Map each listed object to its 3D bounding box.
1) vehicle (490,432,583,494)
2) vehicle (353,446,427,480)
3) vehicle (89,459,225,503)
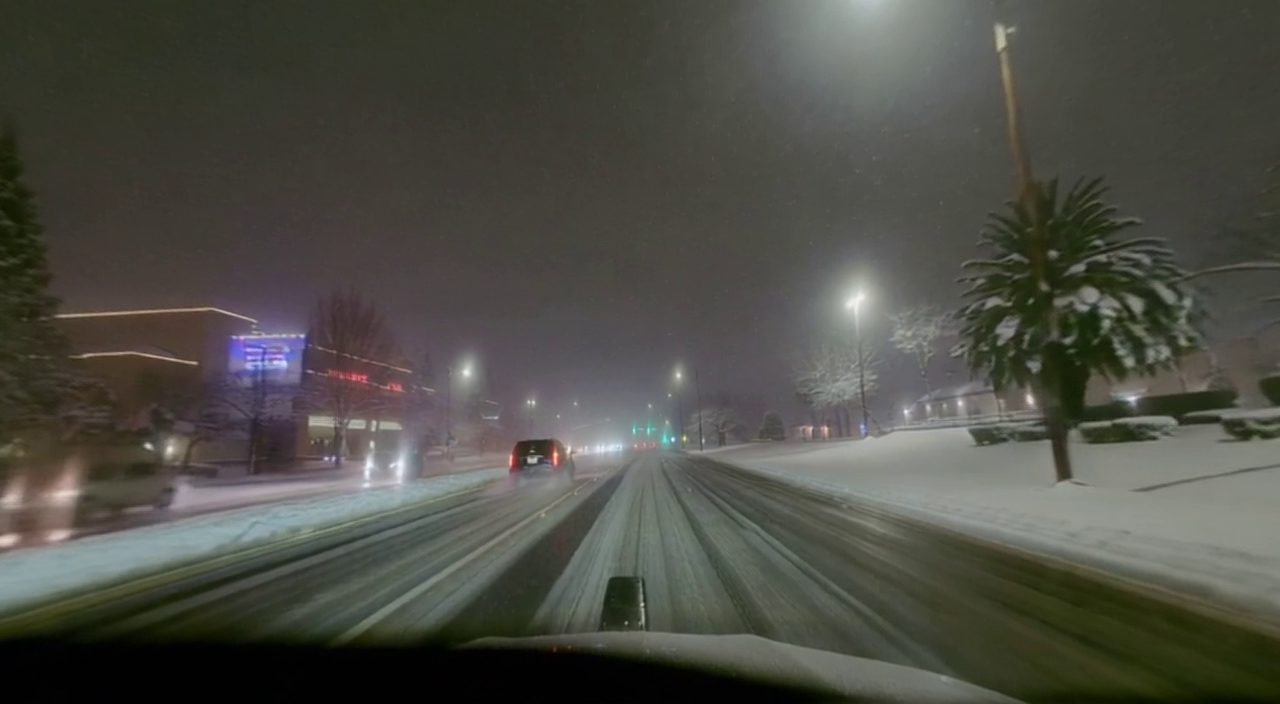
[{"bbox_3d":[-3.074,3.405,19.801,2.062,1.693,4.669,0,-8,1],"label":"vehicle"},{"bbox_3d":[-13.627,6.030,34.671,2.034,1.727,4.654,0,-8,1],"label":"vehicle"},{"bbox_3d":[-19.331,5.134,25.507,1.838,1.502,4.370,-1,-8,4],"label":"vehicle"}]
